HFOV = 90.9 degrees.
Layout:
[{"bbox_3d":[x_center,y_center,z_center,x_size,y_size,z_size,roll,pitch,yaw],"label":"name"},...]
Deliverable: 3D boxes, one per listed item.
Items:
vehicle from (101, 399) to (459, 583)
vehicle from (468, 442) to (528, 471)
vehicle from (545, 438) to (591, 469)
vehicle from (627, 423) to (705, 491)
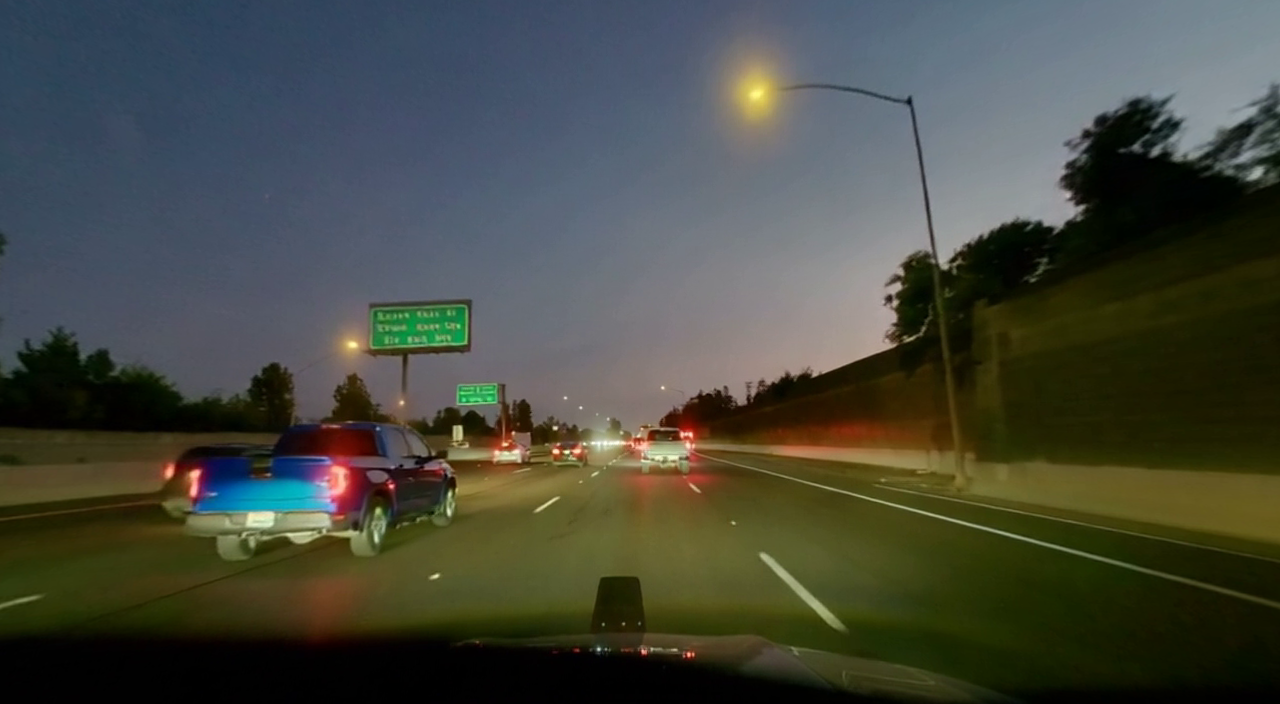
[{"bbox_3d":[-4.300,1.753,8.870,1.954,1.792,5.187,0,-8,0],"label":"vehicle"},{"bbox_3d":[-7.588,5.613,34.124,2.081,1.463,4.749,0,-8,1],"label":"vehicle"},{"bbox_3d":[-3.973,5.687,35.586,1.961,1.591,4.756,0,-8,1],"label":"vehicle"},{"bbox_3d":[0.680,3.174,19.316,2.083,1.792,4.782,0,-8,-1],"label":"vehicle"}]
